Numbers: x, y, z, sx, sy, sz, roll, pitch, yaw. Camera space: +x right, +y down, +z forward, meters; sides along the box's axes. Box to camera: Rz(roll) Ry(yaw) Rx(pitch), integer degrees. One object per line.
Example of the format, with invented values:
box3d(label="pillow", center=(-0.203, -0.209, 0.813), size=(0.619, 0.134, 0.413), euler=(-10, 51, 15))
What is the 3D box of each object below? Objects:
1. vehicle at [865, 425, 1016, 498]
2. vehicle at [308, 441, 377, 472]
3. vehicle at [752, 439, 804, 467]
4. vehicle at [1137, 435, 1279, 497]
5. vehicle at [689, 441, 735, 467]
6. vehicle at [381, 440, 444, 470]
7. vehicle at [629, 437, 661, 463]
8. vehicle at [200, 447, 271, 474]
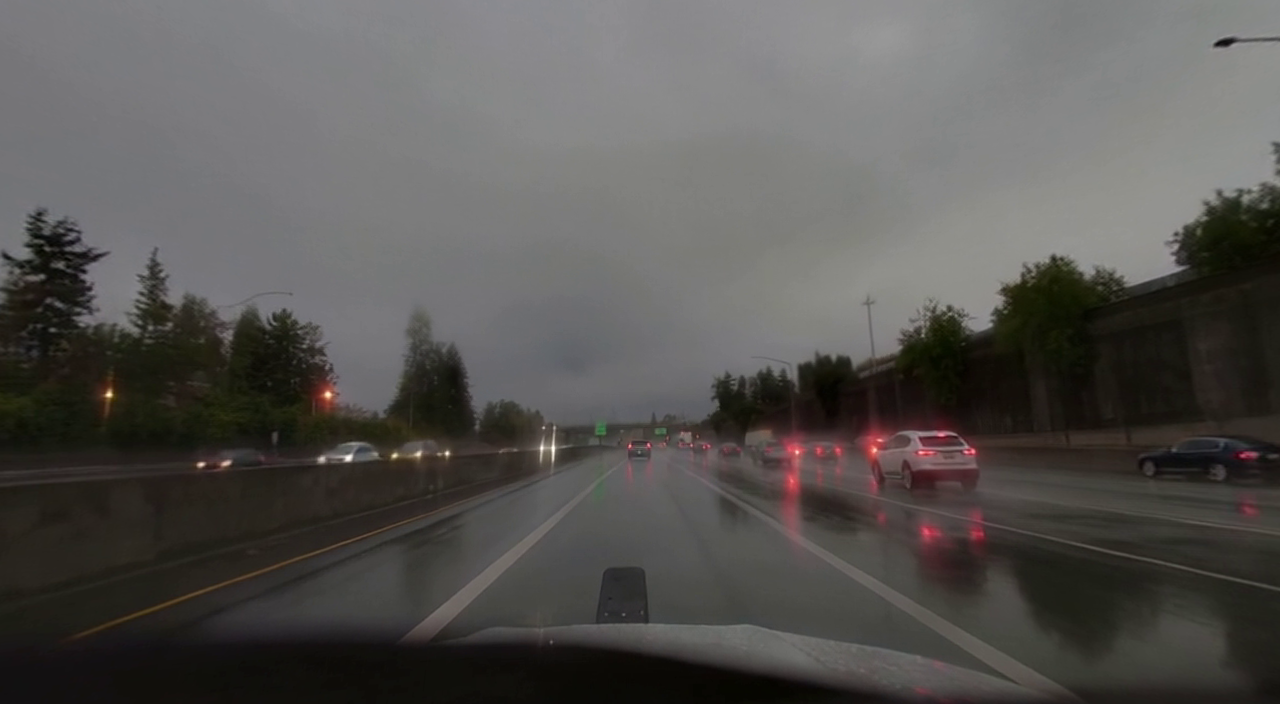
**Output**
box3d(label="vehicle", center=(7.957, 2.931, 17.241), size=(1.986, 1.703, 4.226), euler=(0, -8, -1))
box3d(label="vehicle", center=(-18.786, 6.604, 40.083), size=(2.141, 1.838, 4.634), euler=(0, -8, -1))
box3d(label="vehicle", center=(7.843, 5.801, 36.298), size=(1.919, 1.476, 4.303), euler=(0, -8, -1))
box3d(label="vehicle", center=(16.321, 3.032, 17.234), size=(1.908, 1.468, 4.457), euler=(0, -8, 1))
box3d(label="vehicle", center=(4.103, 5.903, 36.725), size=(2.118, 1.438, 4.312), euler=(0, -8, -1))
box3d(label="vehicle", center=(-14.107, 6.395, 39.460), size=(2.057, 1.734, 5.135), euler=(0, -8, 0))
box3d(label="vehicle", center=(0.334, 6.767, 43.604), size=(2.124, 1.639, 4.122), euler=(0, -8, 0))
box3d(label="vehicle", center=(-28.201, 7.529, 44.149), size=(2.056, 1.775, 4.585), euler=(0, -8, -3))
